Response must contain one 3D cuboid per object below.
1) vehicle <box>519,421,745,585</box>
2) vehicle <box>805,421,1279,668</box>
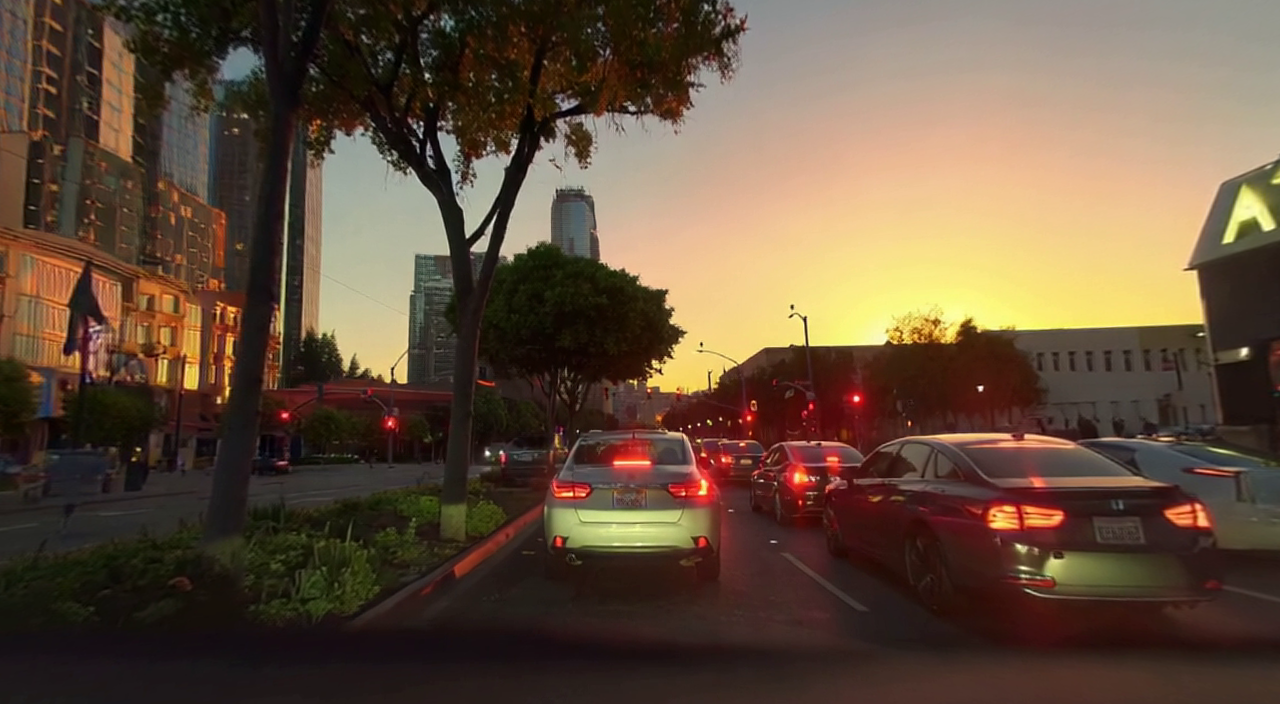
[{"bbox_3d":[-0.111,1.718,8.007,2.118,1.512,4.013,0,-9,-1],"label":"vehicle"},{"bbox_3d":[3.217,1.495,6.124,1.912,1.454,4.537,0,-9,-1],"label":"vehicle"}]
